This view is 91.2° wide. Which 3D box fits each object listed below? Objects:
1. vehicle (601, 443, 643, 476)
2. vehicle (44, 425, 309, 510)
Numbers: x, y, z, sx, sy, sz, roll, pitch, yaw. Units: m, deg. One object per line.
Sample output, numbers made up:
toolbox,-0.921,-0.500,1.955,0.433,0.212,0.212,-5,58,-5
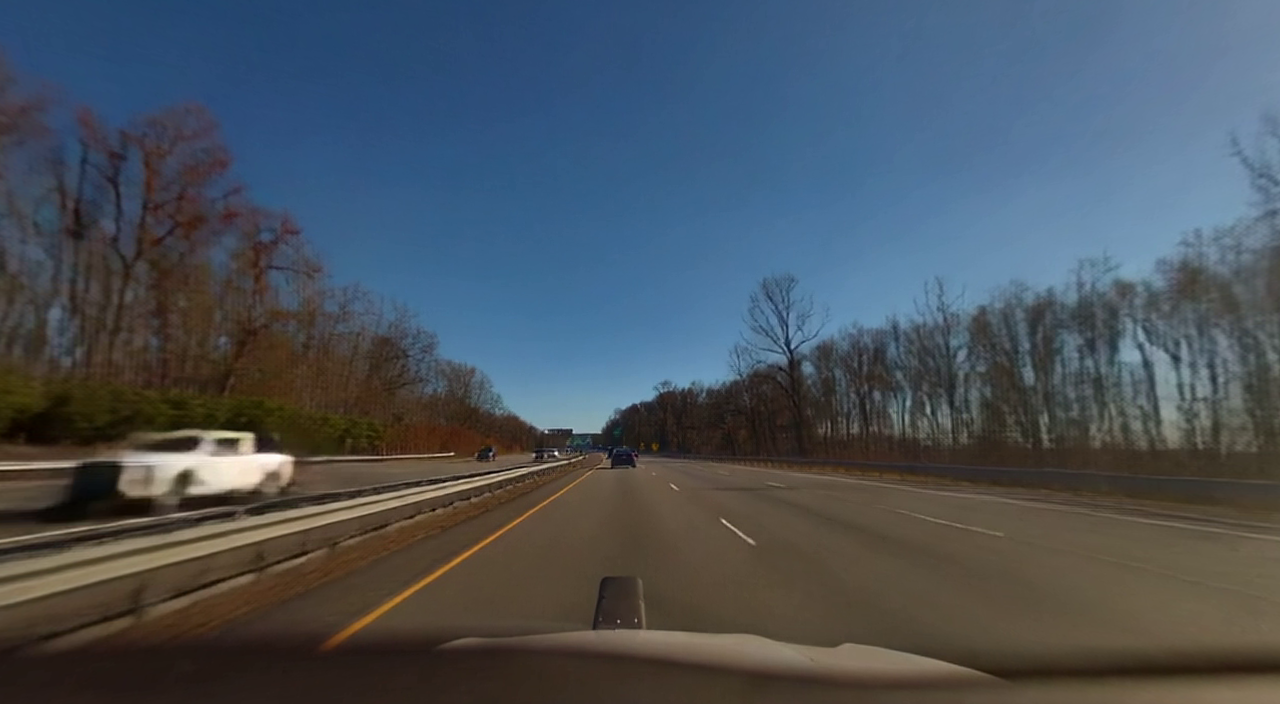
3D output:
vehicle,-1.017,5.974,34.996,2.151,1.693,4.201,0,-9,-2
vehicle,-9.779,2.485,13.979,2.128,1.510,5.066,0,-9,-1
